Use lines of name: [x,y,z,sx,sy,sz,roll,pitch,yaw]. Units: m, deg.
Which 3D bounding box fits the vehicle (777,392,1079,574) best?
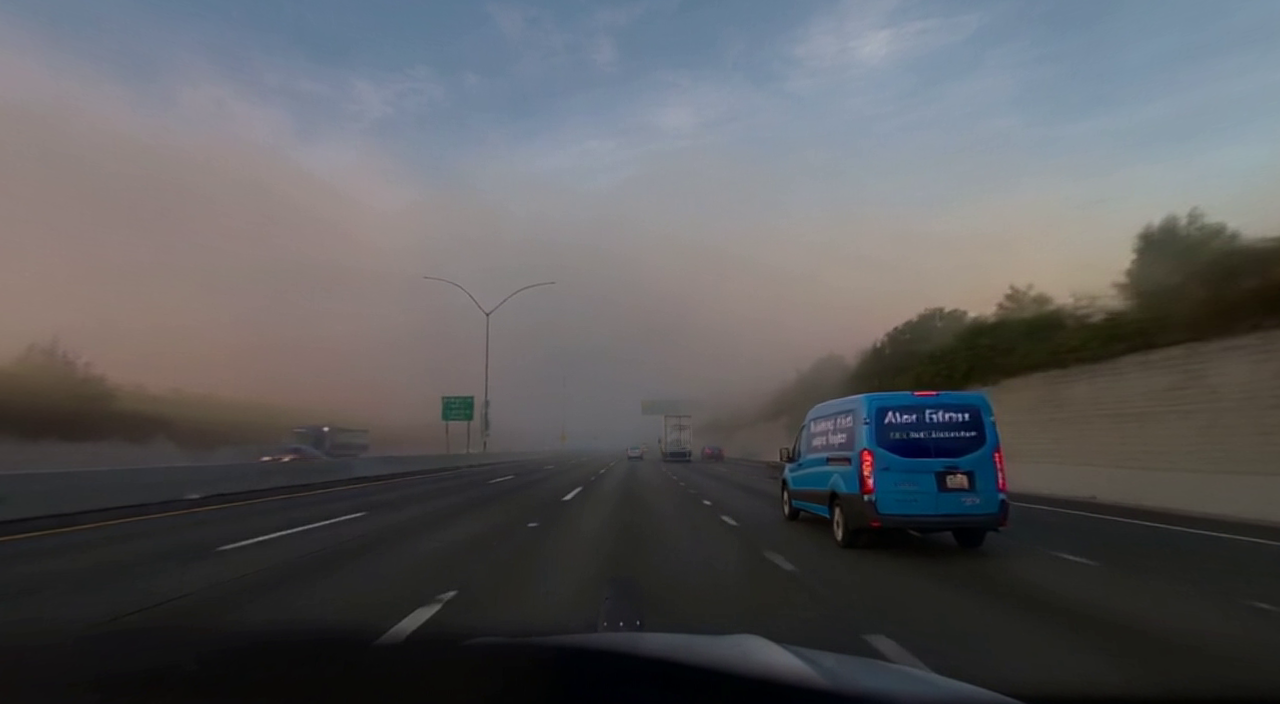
vehicle: [3.629,1.766,9.283,2.035,1.931,4.841,0,-9,-1]
